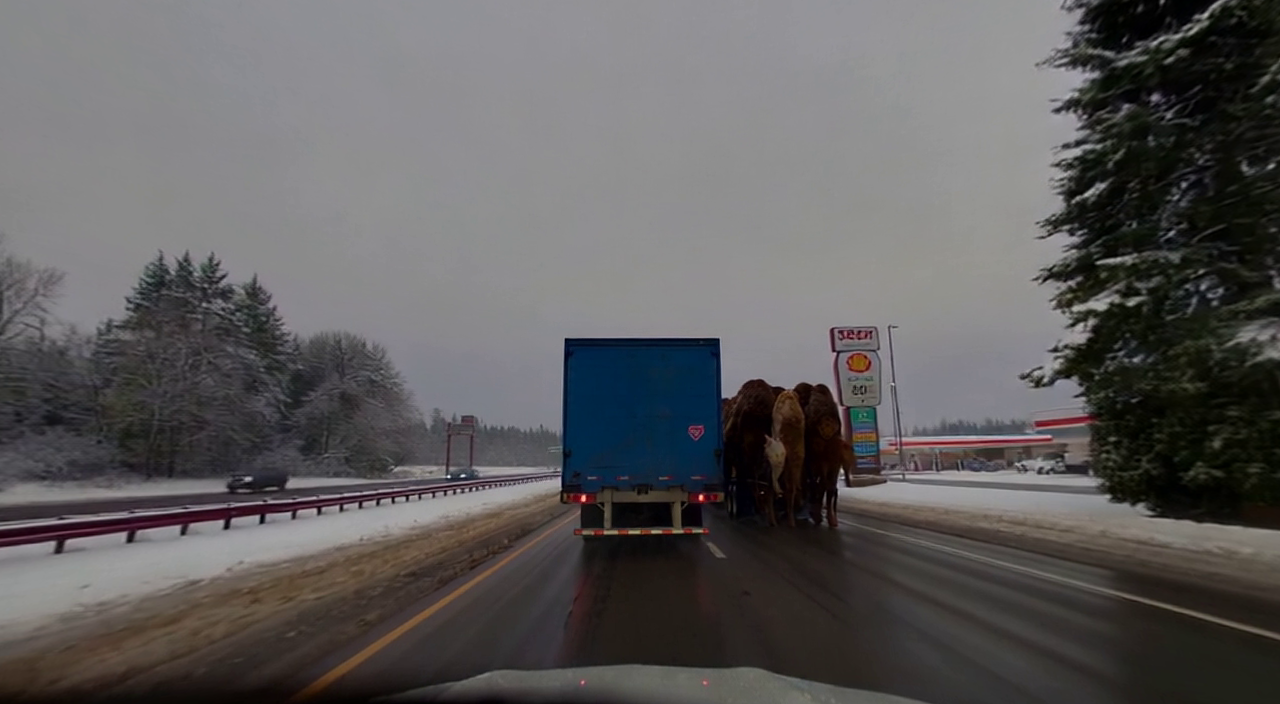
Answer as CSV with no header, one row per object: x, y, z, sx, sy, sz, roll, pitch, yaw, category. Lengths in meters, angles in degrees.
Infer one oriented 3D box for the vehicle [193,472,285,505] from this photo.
-20.885,7.097,33.051,1.890,1.520,4.342,1,-10,0,vehicle

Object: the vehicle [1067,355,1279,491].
20.833,2.632,21.687,2.771,4.075,13.513,1,-10,0,vehicle

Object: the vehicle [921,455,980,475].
24.503,8.977,49.932,1.762,1.470,4.485,3,-11,-11,vehicle

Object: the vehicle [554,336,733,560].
0.025,2.172,13.748,2.618,3.306,8.676,1,-10,0,vehicle

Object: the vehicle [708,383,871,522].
4.455,3.495,21.477,2.936,3.640,9.443,1,-10,-2,vehicle
